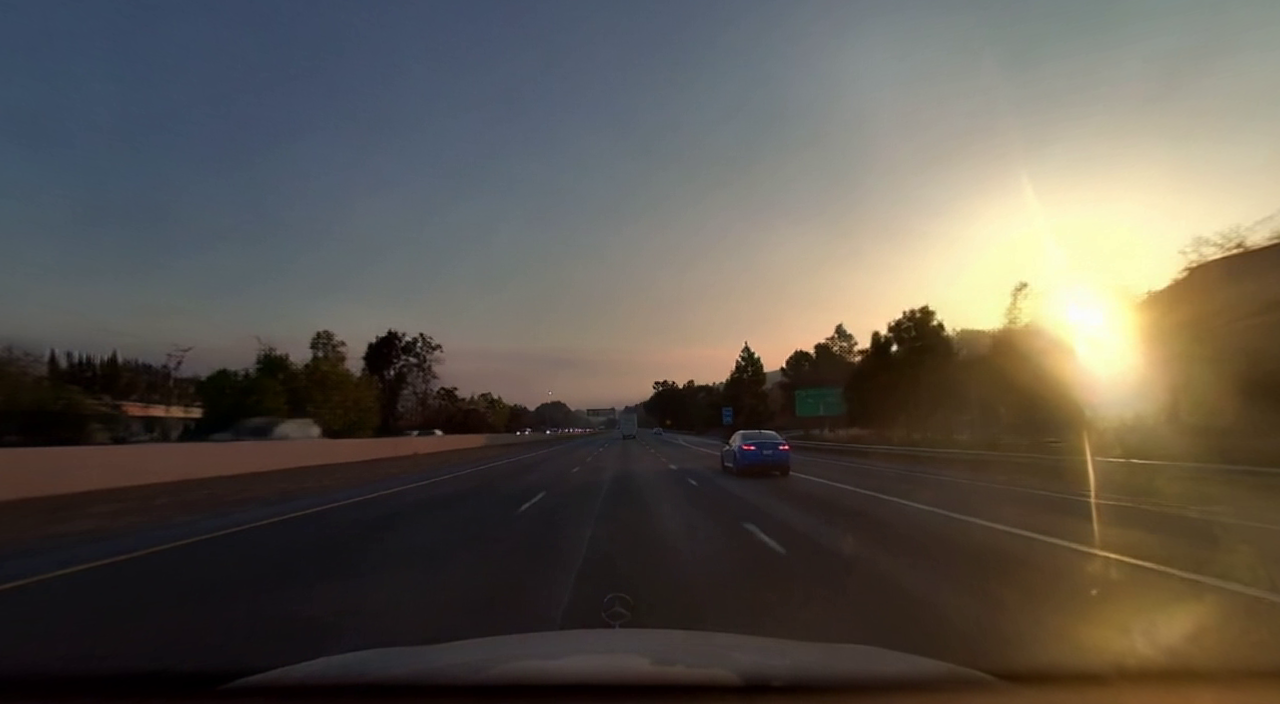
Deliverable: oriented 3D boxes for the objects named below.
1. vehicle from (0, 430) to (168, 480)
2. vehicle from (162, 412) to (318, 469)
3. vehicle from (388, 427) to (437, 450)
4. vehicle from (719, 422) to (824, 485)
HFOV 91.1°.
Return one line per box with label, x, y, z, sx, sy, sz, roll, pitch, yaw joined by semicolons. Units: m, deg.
vehicle;-19.358;3.552;22.131;1.922;1.550;4.669;0;-8;-1
vehicle;-12.838;2.884;20.629;1.984;1.626;4.741;0;-8;0
vehicle;-17.039;6.504;47.312;2.023;1.579;4.561;0;-8;-1
vehicle;3.567;2.821;17.820;1.973;1.563;3.959;0;-8;-2
